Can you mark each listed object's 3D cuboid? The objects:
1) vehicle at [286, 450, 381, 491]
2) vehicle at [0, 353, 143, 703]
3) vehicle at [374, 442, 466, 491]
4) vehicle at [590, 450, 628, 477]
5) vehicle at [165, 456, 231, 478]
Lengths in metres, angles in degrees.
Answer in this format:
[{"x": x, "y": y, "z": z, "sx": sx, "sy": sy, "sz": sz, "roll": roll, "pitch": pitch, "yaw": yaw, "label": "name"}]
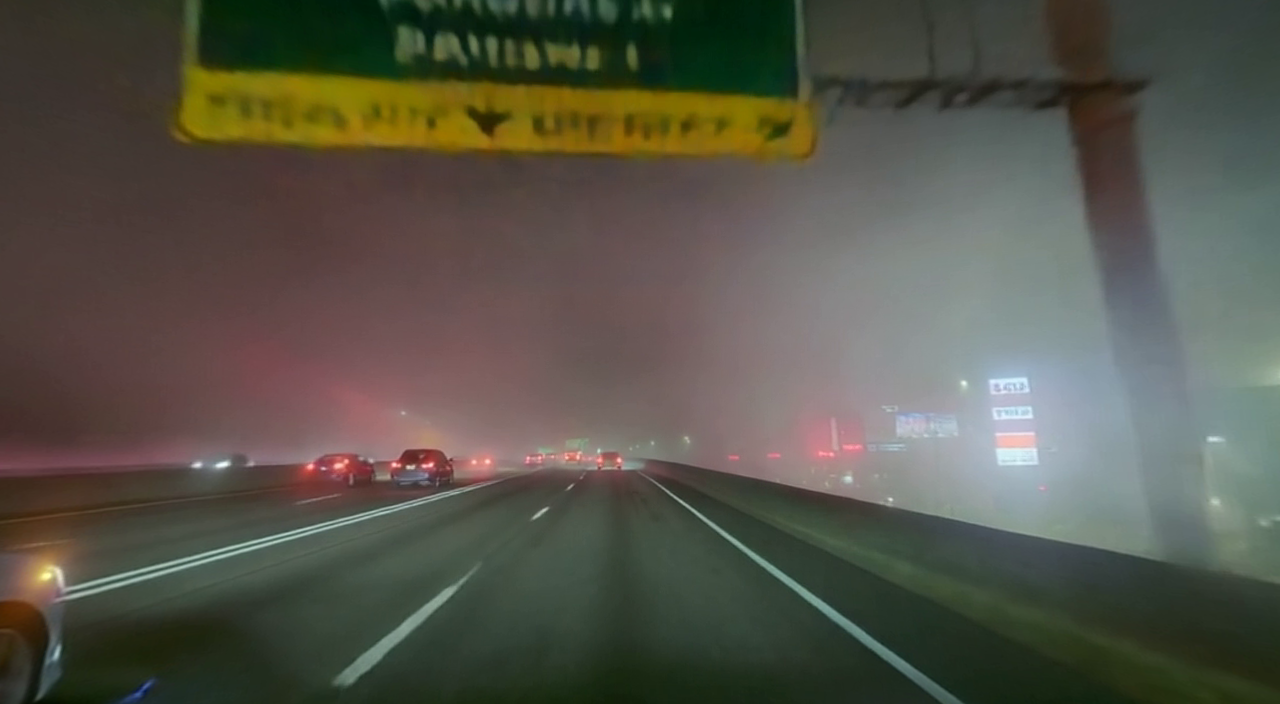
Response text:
[{"x": -12.254, "y": 4.735, "z": 25.486, "sx": 1.936, "sy": 1.501, "sz": 3.900, "roll": 0, "pitch": -9, "yaw": -2, "label": "vehicle"}, {"x": -3.574, "y": 0.616, "z": 0.851, "sx": 2.036, "sy": 1.717, "sz": 4.592, "roll": 0, "pitch": -9, "yaw": 0, "label": "vehicle"}, {"x": -8.363, "y": 4.389, "z": 24.412, "sx": 2.065, "sy": 1.689, "sz": 4.399, "roll": 0, "pitch": -9, "yaw": -2, "label": "vehicle"}, {"x": -1.835, "y": 6.587, "z": 37.446, "sx": 2.110, "sy": 1.501, "sz": 4.319, "roll": 0, "pitch": -9, "yaw": -3, "label": "vehicle"}, {"x": -33.415, "y": 8.725, "z": 47.776, "sx": 1.962, "sy": 1.510, "sz": 4.431, "roll": 0, "pitch": -9, "yaw": -3, "label": "vehicle"}]
